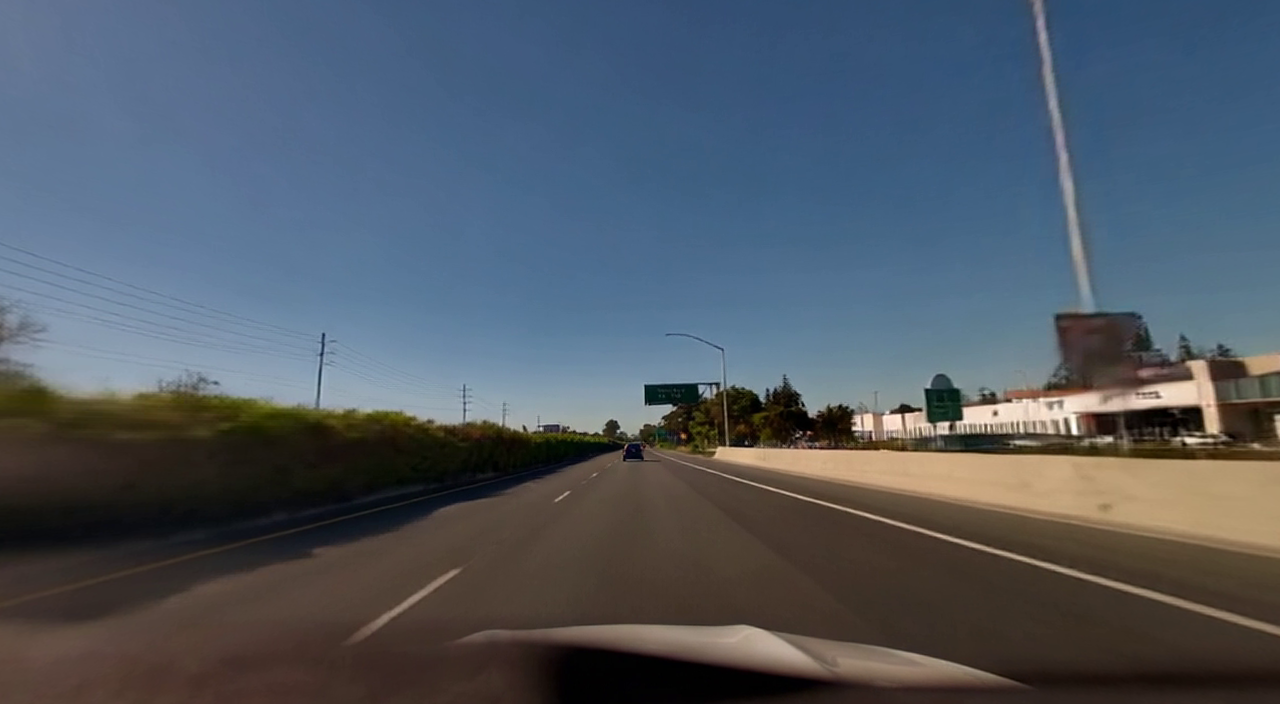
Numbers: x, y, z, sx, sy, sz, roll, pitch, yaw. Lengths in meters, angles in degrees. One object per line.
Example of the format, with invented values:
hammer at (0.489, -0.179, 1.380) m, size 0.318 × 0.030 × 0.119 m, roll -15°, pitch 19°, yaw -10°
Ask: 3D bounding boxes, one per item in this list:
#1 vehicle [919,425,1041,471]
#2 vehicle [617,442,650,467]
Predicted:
vehicle at (16.100, 4.637, 30.373) m, size 2.328 × 1.970 × 5.972 m, roll 0°, pitch -9°, yaw -2°
vehicle at (-0.438, 6.978, 43.010) m, size 2.110 × 1.555 × 4.431 m, roll 0°, pitch -9°, yaw -1°
